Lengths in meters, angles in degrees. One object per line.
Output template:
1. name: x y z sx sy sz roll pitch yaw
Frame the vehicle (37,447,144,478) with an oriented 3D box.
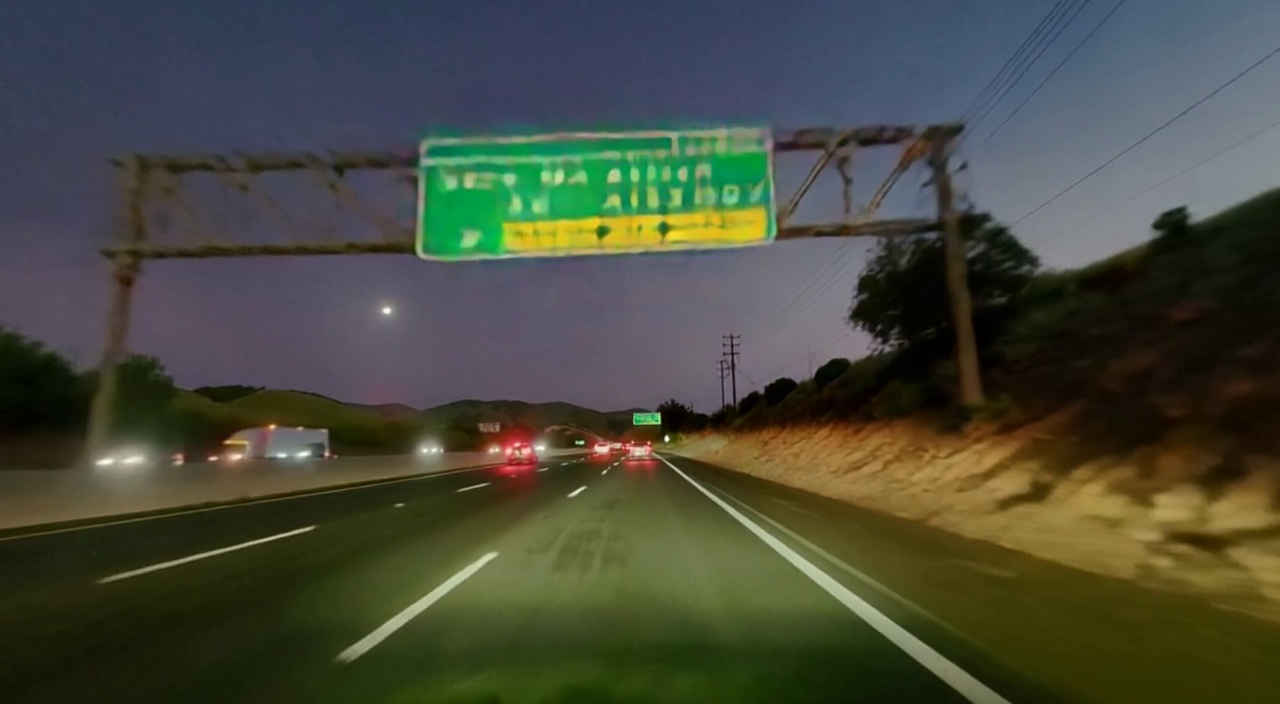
1. vehicle: -35.503 7.125 41.101 2.001 1.866 5.412 0 -8 1

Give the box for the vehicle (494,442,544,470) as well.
1. vehicle: -7.077 6.114 37.400 2.077 1.511 4.323 0 -8 1

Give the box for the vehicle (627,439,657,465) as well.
1. vehicle: 0.141 7.036 44.508 2.063 1.715 4.299 0 -8 0
